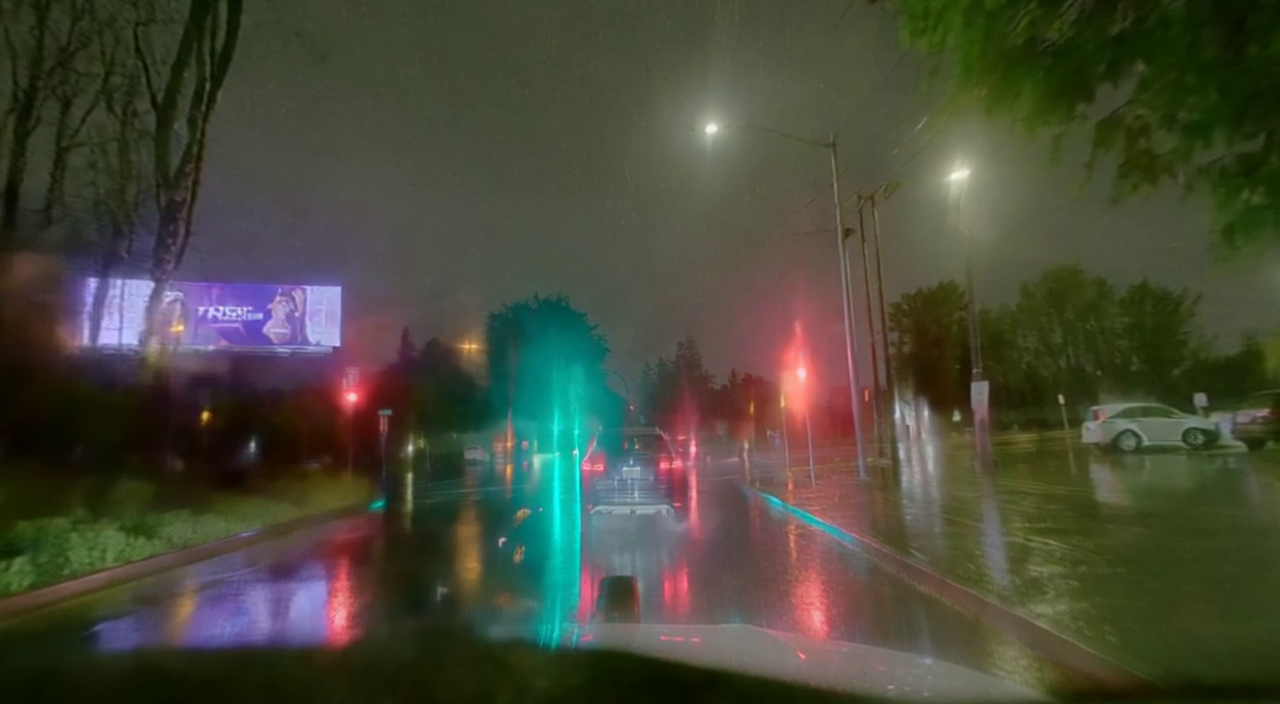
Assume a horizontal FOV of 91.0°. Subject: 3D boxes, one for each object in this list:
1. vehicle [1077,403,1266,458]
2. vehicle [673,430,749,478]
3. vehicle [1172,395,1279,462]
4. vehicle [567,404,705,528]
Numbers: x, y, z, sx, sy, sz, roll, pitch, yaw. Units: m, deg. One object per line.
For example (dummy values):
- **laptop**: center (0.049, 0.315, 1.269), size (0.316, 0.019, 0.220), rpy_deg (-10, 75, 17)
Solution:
- **vehicle**: center (15.588, 2.353, 18.704), size (3.750, 1.502, 1.781), rpy_deg (-3, -8, 14)
- **vehicle**: center (2.668, 3.722, 23.150), size (1.716, 1.602, 3.403), rpy_deg (-4, -9, 25)
- **vehicle**: center (16.046, 1.829, 15.678), size (3.687, 1.500, 1.818), rpy_deg (-4, -6, 11)
- **vehicle**: center (-0.112, 2.051, 11.800), size (2.142, 1.904, 3.816), rpy_deg (0, -8, -1)
